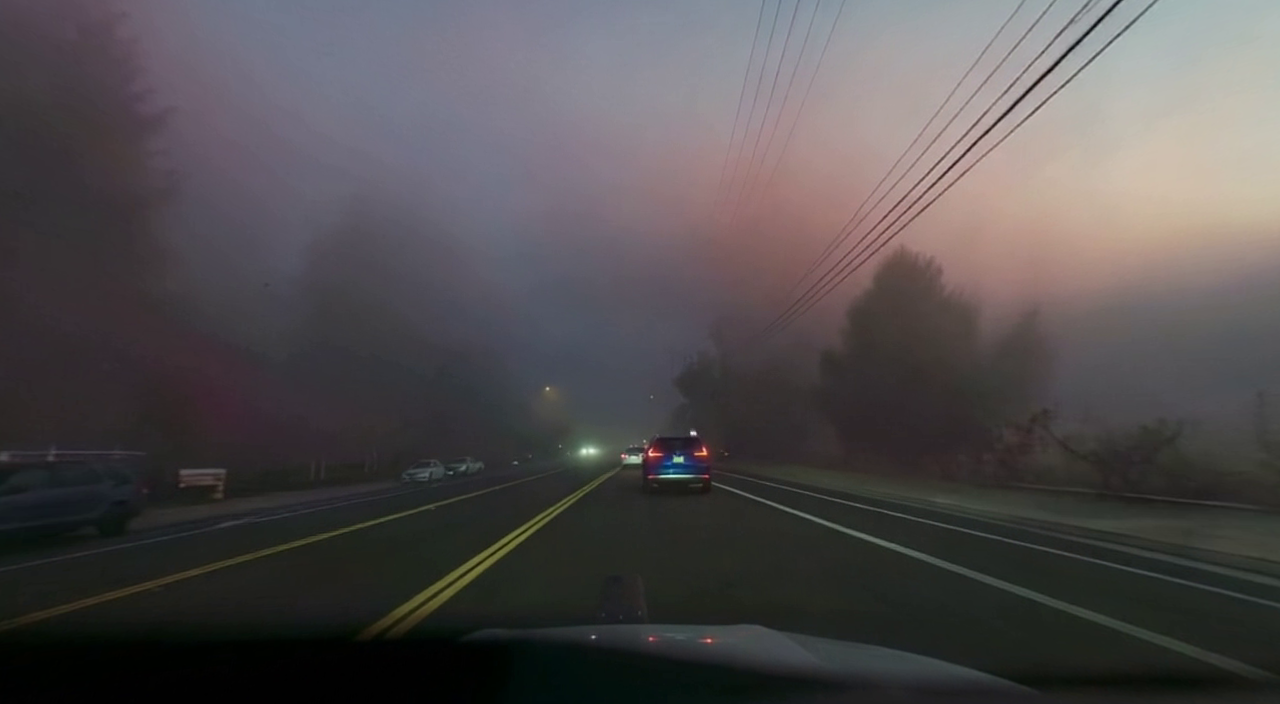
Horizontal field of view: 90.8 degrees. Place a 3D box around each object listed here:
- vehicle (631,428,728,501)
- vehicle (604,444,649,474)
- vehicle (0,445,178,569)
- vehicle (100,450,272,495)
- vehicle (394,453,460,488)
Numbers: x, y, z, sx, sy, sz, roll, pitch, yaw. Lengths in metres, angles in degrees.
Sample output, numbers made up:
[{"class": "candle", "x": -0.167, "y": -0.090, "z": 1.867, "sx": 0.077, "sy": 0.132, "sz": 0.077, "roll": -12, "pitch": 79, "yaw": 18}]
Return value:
[{"class": "vehicle", "x": 0.944, "y": 3.117, "z": 17.914, "sx": 2.200, "sy": 1.763, "sz": 4.676, "roll": 0, "pitch": -8, "yaw": -3}, {"class": "vehicle", "x": -0.729, "y": 5.609, "z": 33.335, "sx": 2.196, "sy": 1.449, "sz": 4.006, "roll": 0, "pitch": -8, "yaw": -2}, {"class": "vehicle", "x": -12.114, "y": 2.933, "z": 12.294, "sx": 2.504, "sy": 2.031, "sz": 5.237, "roll": -3, "pitch": -8, "yaw": -3}, {"class": "vehicle", "x": -20.706, "y": 5.479, "z": 29.086, "sx": 6.011, "sy": 1.909, "sz": 2.279, "roll": 1, "pitch": -9, "yaw": -4}, {"class": "vehicle", "x": -12.365, "y": 6.862, "z": 37.042, "sx": 2.150, "sy": 1.644, "sz": 5.120, "roll": -5, "pitch": -8, "yaw": -1}]
